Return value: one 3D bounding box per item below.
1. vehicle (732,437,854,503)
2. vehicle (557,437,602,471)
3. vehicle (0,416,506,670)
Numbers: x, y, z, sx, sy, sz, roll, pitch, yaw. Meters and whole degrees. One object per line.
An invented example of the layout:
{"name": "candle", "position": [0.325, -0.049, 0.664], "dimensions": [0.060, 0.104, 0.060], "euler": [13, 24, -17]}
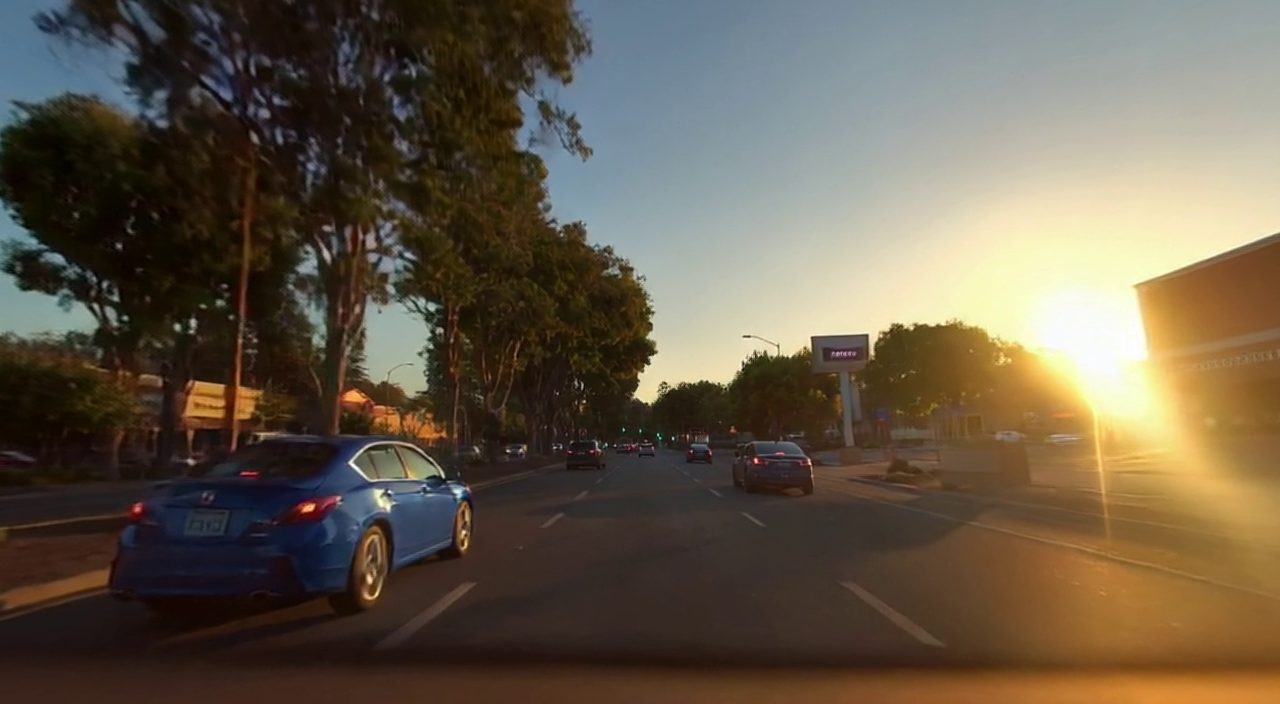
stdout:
{"name": "vehicle", "position": [3.870, 3.063, 16.885], "dimensions": [2.036, 1.480, 4.659], "euler": [0, -8, -1]}
{"name": "vehicle", "position": [-3.218, 5.559, 34.508], "dimensions": [1.981, 1.731, 4.360], "euler": [0, -8, 1]}
{"name": "vehicle", "position": [-2.949, 1.480, 6.202], "dimensions": [2.082, 1.460, 4.922], "euler": [0, -8, 1]}
